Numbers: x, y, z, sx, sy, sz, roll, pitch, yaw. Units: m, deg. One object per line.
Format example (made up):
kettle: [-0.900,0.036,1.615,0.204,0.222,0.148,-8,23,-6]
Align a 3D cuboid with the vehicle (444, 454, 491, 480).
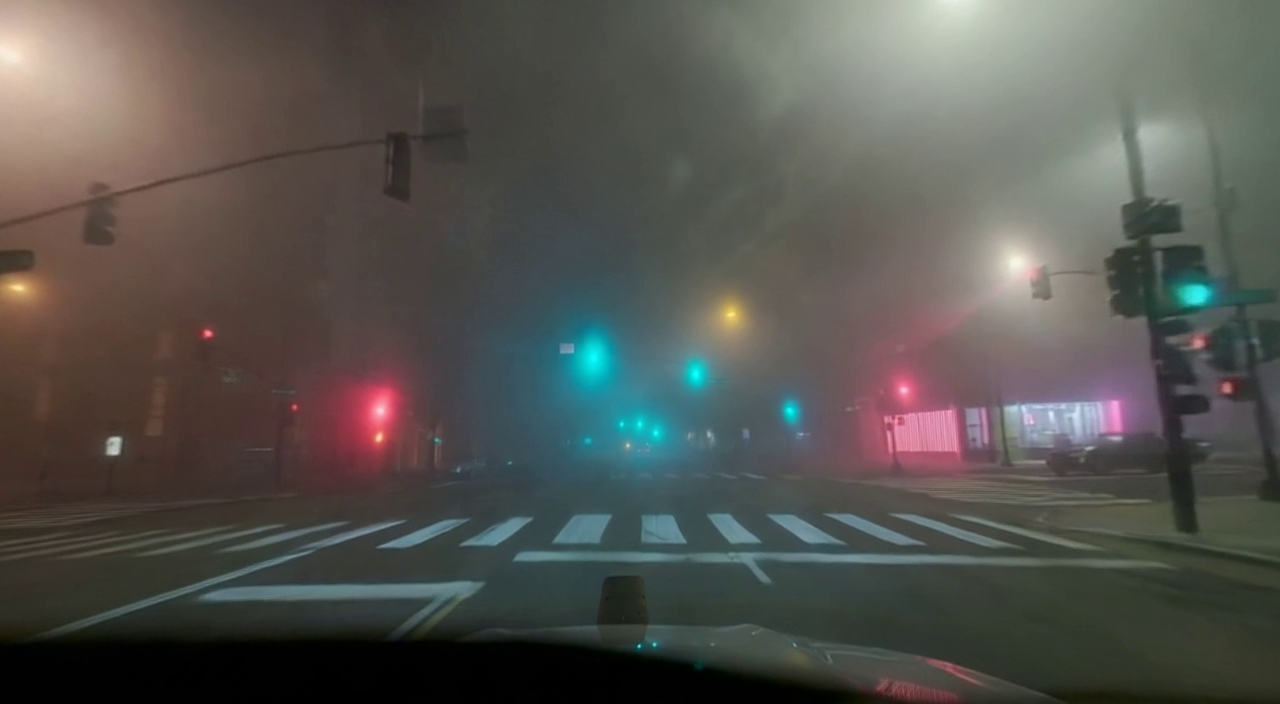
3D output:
vehicle: [-11.926,7.937,43.622,1.910,1.511,4.565,-1,-7,1]
